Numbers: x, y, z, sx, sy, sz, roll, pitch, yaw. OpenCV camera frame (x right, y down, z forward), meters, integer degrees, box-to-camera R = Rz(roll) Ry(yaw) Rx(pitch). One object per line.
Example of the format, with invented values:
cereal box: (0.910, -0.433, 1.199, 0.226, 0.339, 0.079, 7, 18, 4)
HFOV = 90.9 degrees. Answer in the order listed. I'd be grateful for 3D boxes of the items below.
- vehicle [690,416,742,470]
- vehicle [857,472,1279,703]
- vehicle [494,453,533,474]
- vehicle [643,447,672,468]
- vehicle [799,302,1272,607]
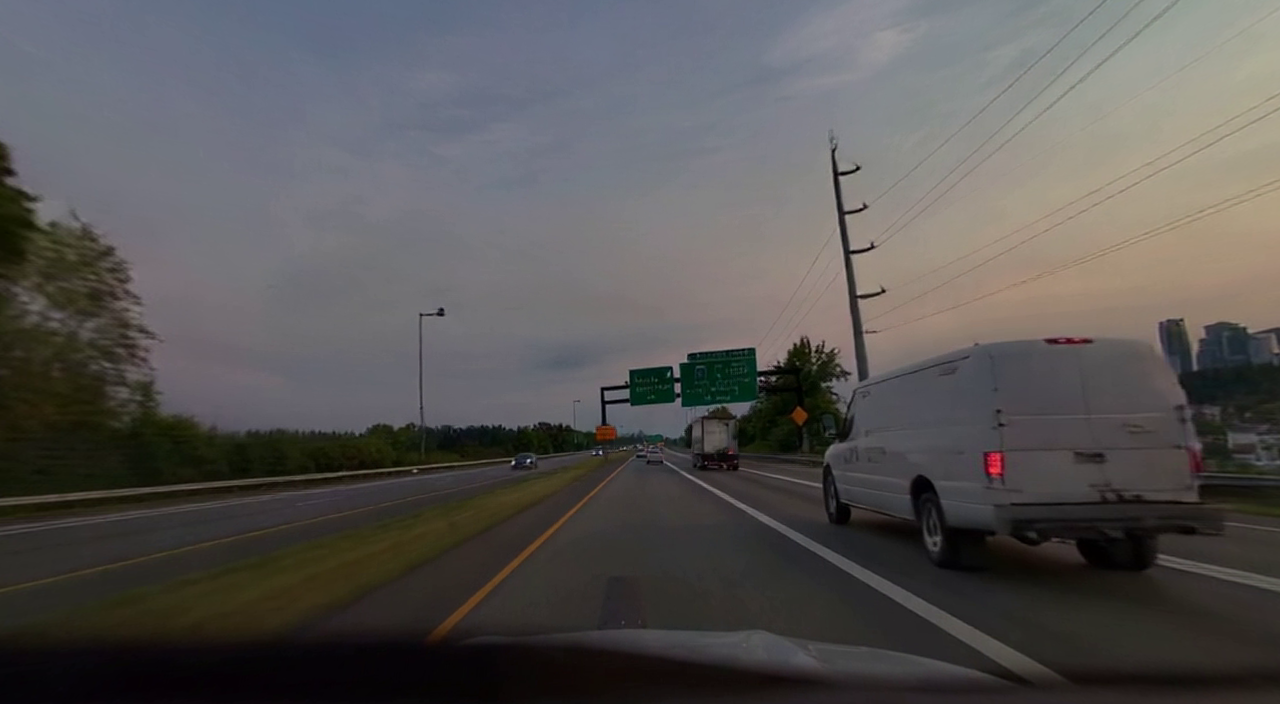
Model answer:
vehicle: (5.092, 6.289, 43.574, 2.743, 3.367, 7.306, 0, -9, 1)
vehicle: (4.449, 1.252, 2.438, 2.472, 1.036, 13.239, 0, -9, -1)
vehicle: (-9.167, 8.119, 46.048, 1.835, 1.456, 4.202, 0, -9, 2)
vehicle: (1.239, 7.719, 46.314, 2.049, 1.500, 3.790, 0, -9, 0)
vehicle: (4.349, 1.351, 8.812, 2.569, 2.783, 5.984, 0, -9, -1)
